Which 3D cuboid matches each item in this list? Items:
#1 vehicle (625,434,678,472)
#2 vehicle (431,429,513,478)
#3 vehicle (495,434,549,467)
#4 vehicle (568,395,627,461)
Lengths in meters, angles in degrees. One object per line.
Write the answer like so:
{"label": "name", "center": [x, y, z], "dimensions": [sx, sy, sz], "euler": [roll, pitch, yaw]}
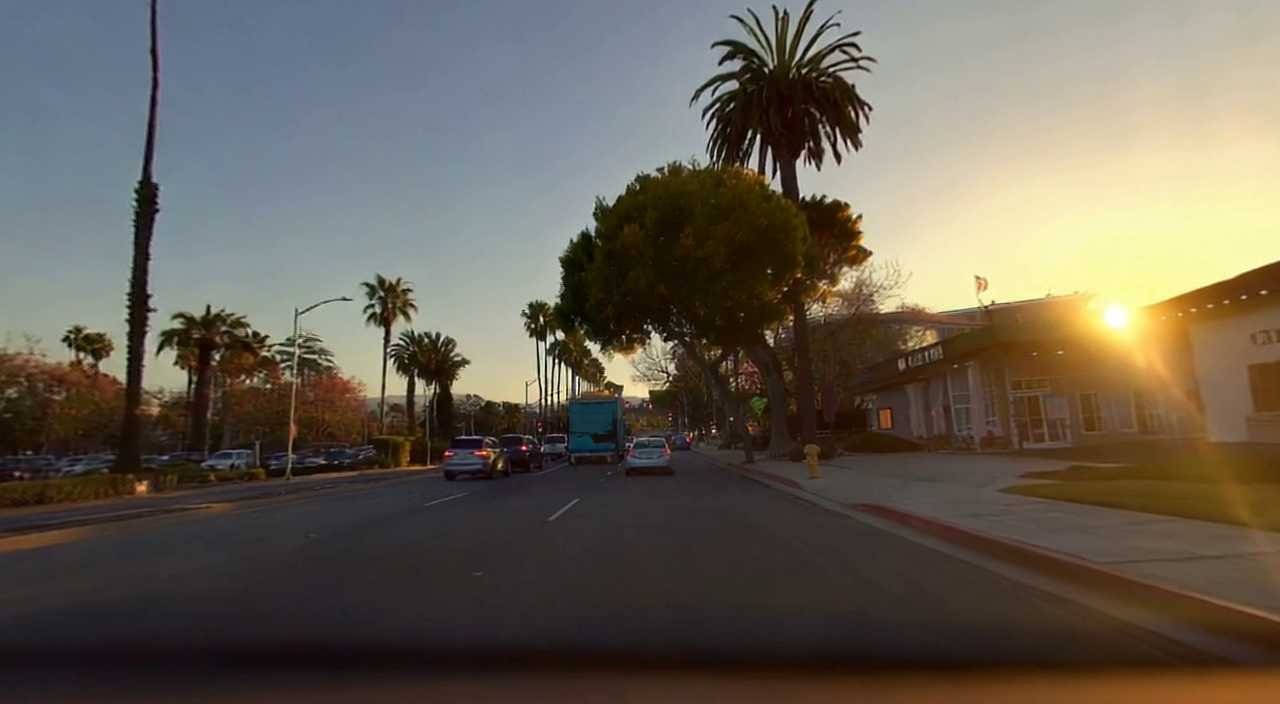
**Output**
{"label": "vehicle", "center": [0.492, 4.346, 27.240], "dimensions": [2.144, 1.514, 4.063], "euler": [0, -9, 1]}
{"label": "vehicle", "center": [-6.845, 4.180, 26.057], "dimensions": [2.014, 1.830, 4.281], "euler": [0, -9, 3]}
{"label": "vehicle", "center": [-6.621, 5.577, 35.777], "dimensions": [2.143, 1.736, 4.648], "euler": [0, -9, 1]}
{"label": "vehicle", "center": [-2.614, 5.404, 43.285], "dimensions": [2.992, 3.949, 11.815], "euler": [0, -9, 1]}
